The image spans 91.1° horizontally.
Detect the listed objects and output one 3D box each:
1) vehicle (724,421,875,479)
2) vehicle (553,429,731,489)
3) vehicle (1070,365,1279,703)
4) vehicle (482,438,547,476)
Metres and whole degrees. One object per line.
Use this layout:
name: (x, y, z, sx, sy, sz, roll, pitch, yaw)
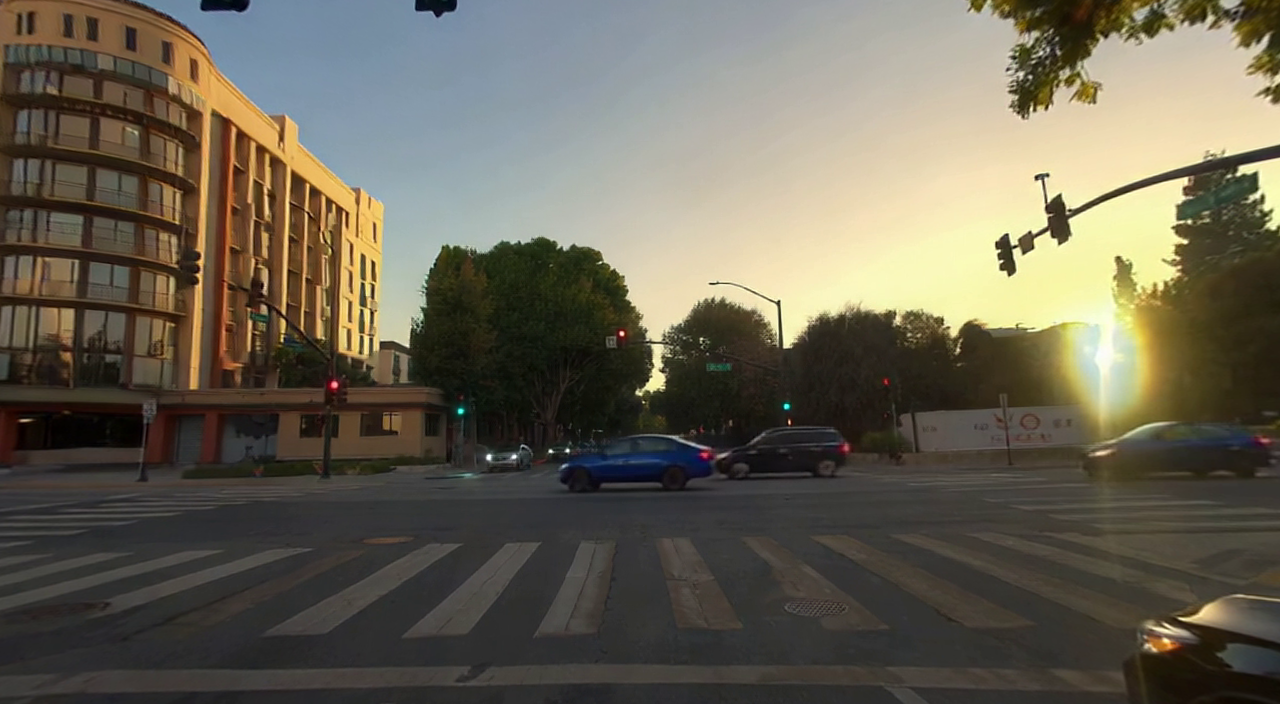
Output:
vehicle: (5.054, 3.170, 20.439, 4.363, 1.757, 1.926, 0, -8, 1)
vehicle: (0.047, 2.842, 16.786, 4.464, 1.472, 1.867, 0, -8, 0)
vehicle: (2.888, 0.675, 0.826, 1.947, 1.576, 3.825, 0, -8, 1)
vehicle: (-5.965, 5.036, 30.361, 2.115, 1.690, 4.322, -1, -8, 2)
